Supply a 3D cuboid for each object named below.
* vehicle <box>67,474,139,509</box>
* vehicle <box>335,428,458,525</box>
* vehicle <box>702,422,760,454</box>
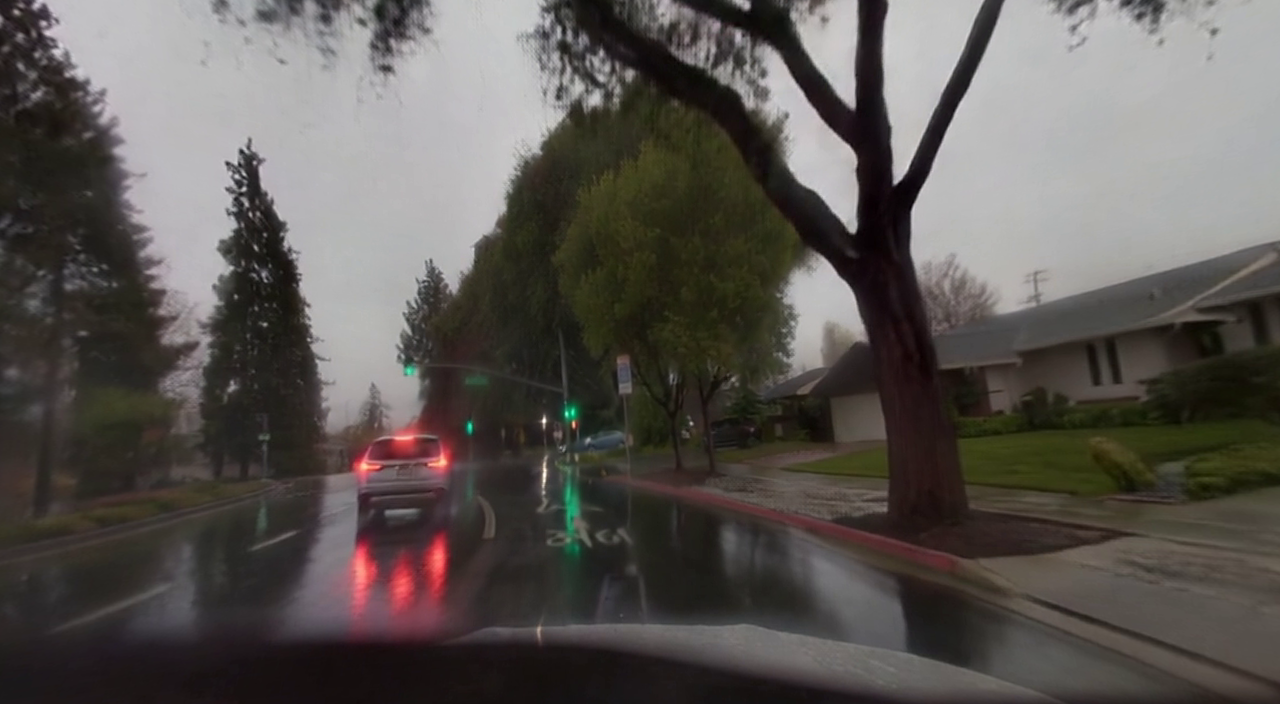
[{"bbox_3d":[-31.132,8.032,36.779,1.943,1.677,4.176,3,-9,-23],"label":"vehicle"},{"bbox_3d":[-4.978,2.544,13.513,1.990,1.707,4.225,2,-9,-16],"label":"vehicle"},{"bbox_3d":[4.589,4.442,32.531,1.911,1.516,4.251,1,-9,-7],"label":"vehicle"}]
